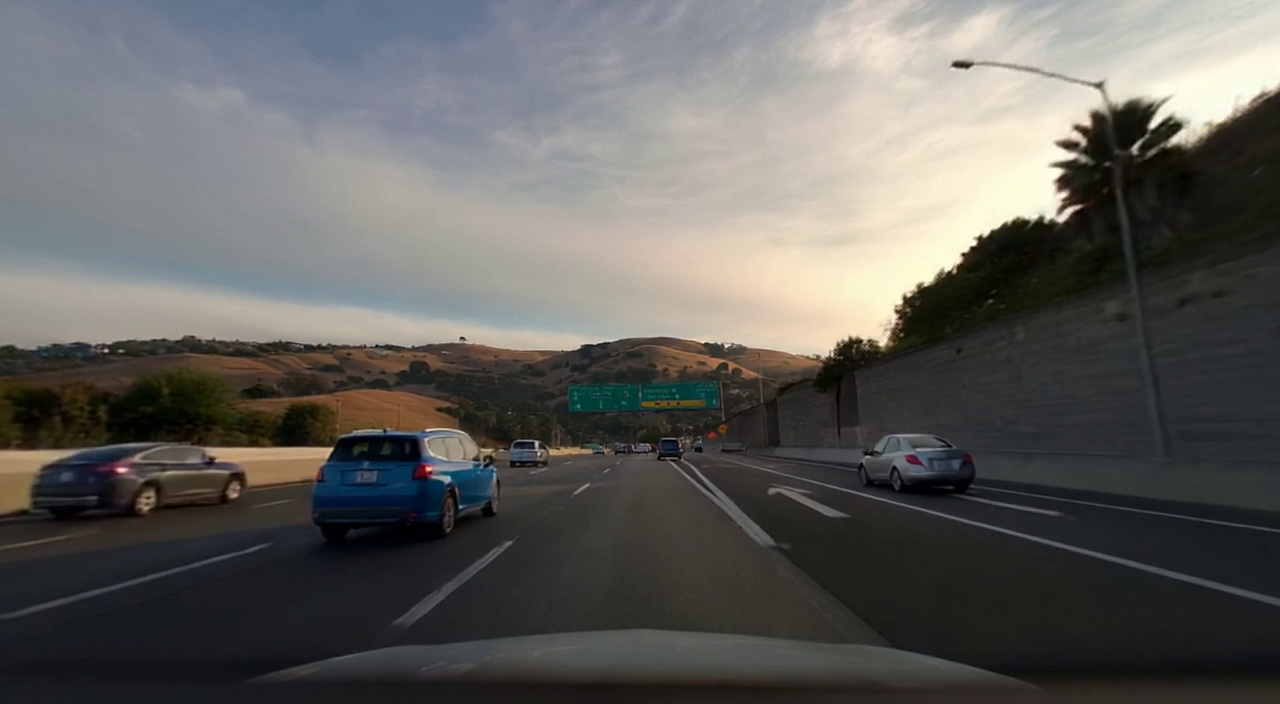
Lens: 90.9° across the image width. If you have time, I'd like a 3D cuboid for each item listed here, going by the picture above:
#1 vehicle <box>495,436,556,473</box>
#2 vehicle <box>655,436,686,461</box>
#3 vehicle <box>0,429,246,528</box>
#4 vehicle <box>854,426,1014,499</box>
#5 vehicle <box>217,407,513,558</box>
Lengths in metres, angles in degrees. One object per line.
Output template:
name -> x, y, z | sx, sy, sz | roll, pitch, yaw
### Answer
vehicle -> -5.798, 5.246, 32.594 | 2.076, 1.730, 4.537 | -1, -8, 3
vehicle -> 2.431, 7.545, 49.385 | 2.172, 1.824, 5.031 | -1, -8, 5
vehicle -> -11.278, 2.643, 13.851 | 2.091, 1.774, 4.754 | 0, -8, 1
vehicle -> 7.545, 2.879, 16.802 | 2.122, 1.646, 4.491 | 0, -8, 1
vehicle -> -3.725, 1.894, 9.960 | 2.210, 1.730, 5.133 | -1, -8, 2
